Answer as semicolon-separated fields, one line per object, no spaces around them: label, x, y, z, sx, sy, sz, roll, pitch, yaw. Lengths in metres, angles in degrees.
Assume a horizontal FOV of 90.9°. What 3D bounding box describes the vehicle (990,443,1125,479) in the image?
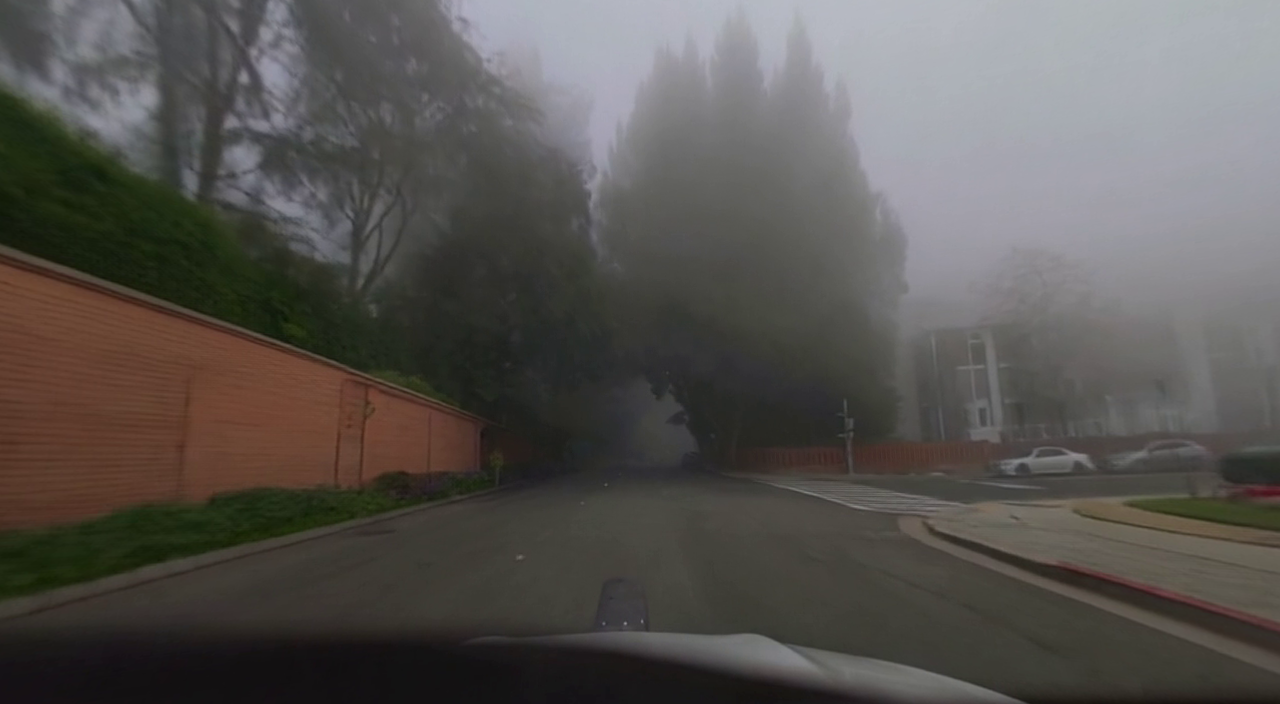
vehicle;19.041;5.014;28.896;4.697;1.502;2.124;2;-10;-4

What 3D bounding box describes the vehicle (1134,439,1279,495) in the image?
vehicle;17.764;3.456;19.268;2.149;1.478;4.695;-3;-10;11
